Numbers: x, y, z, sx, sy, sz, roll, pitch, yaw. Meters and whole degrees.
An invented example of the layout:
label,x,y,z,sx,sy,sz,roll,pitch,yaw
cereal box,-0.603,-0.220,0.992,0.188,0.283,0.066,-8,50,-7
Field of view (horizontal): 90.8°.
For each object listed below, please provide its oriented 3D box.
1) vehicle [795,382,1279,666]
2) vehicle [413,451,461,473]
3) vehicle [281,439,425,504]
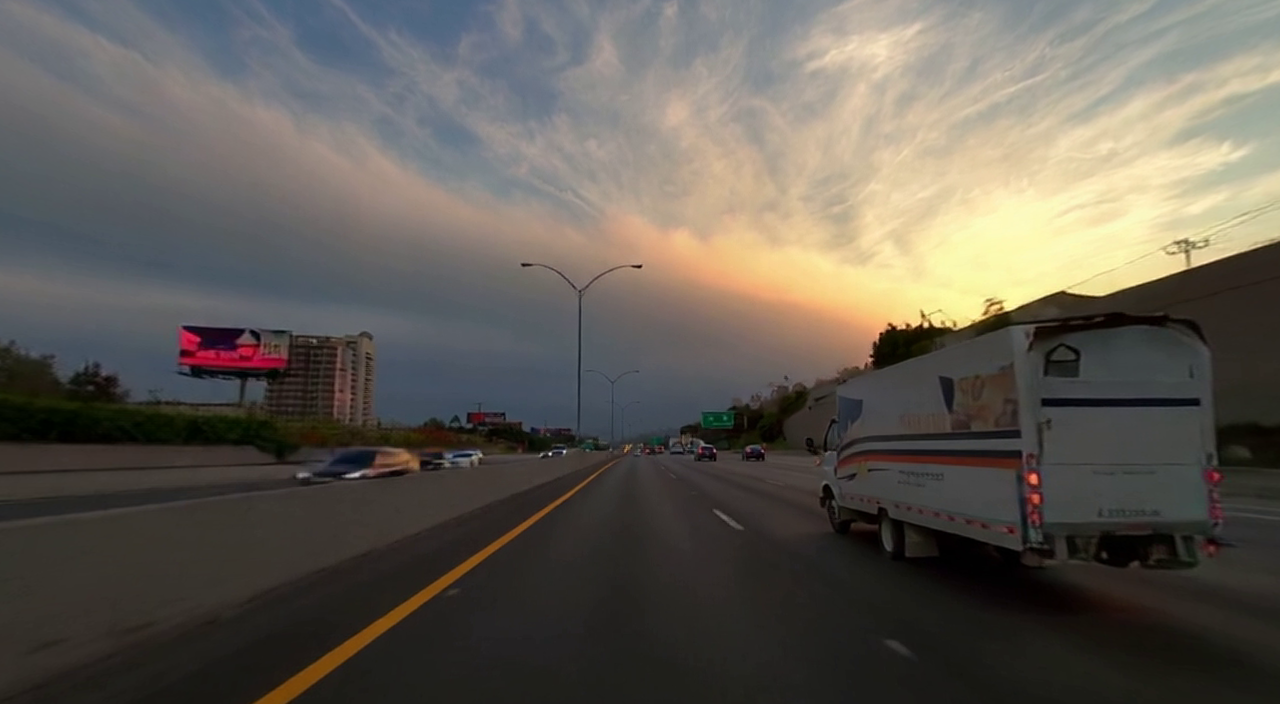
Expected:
label,x,y,z,sx,sy,sz,roll,pitch,yaw
vehicle,3.080,1.375,6.146,1.973,1.710,4.476,0,-9,0
vehicle,-14.690,7.991,45.971,1.877,1.481,4.684,0,-9,0
vehicle,-7.500,3.139,17.027,2.035,1.508,3.950,0,-9,0
